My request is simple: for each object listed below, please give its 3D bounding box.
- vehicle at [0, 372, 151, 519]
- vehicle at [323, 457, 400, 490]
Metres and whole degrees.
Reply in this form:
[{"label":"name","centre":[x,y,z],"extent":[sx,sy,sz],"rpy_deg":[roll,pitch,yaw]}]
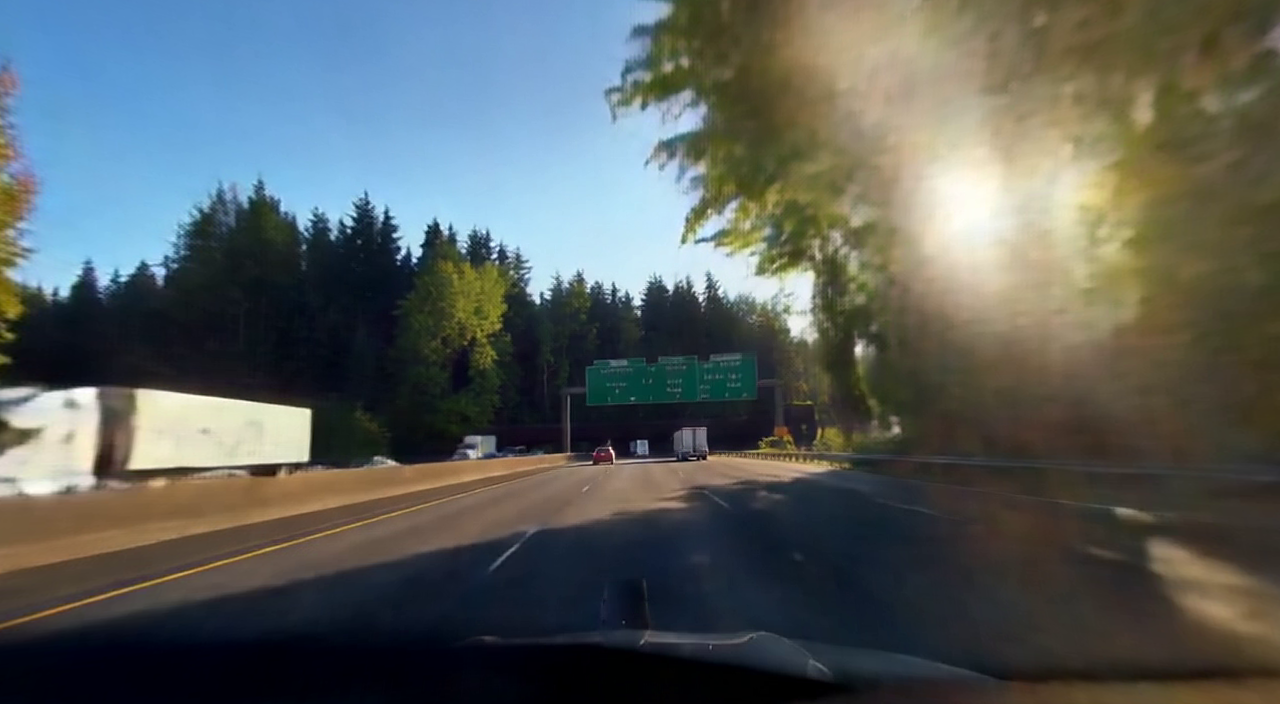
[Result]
[{"label":"vehicle","centre":[-18.779,2.852,19.104],"extent":[3.008,3.926,5.831],"rpy_deg":[0,-9,0]},{"label":"vehicle","centre":[-14.378,6.267,32.826],"extent":[1.999,1.486,4.479],"rpy_deg":[0,-9,0]}]
